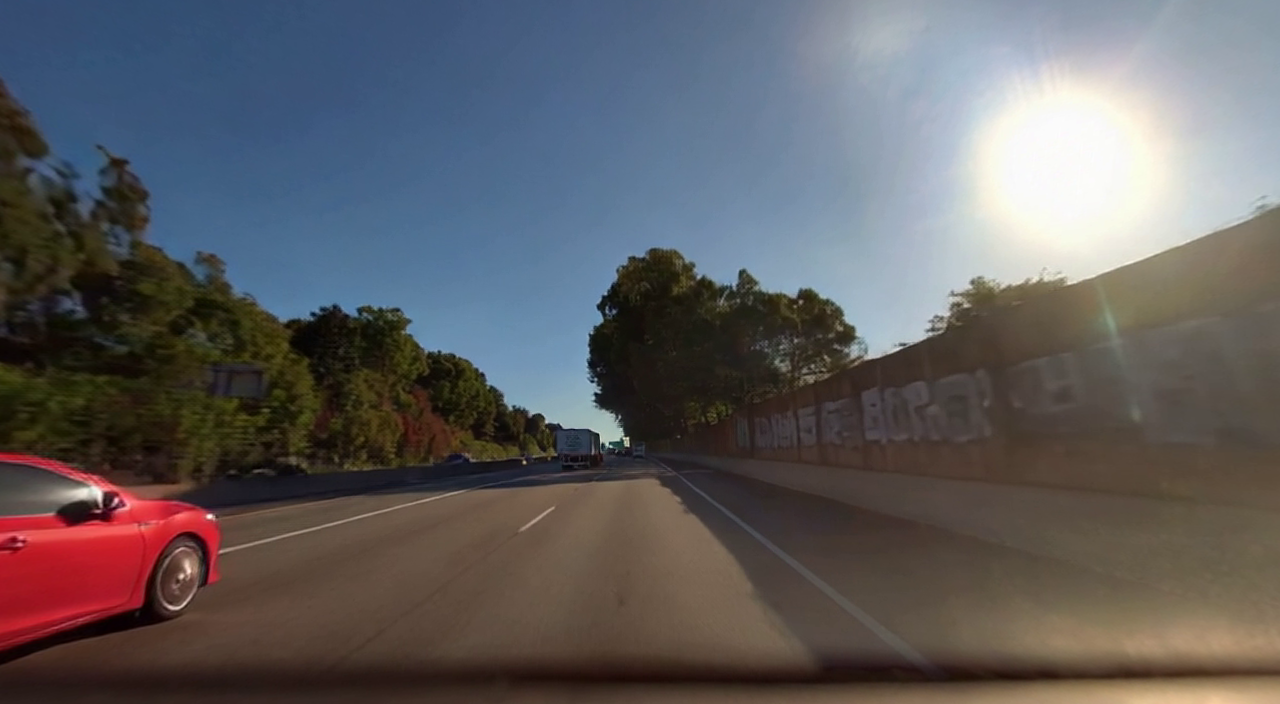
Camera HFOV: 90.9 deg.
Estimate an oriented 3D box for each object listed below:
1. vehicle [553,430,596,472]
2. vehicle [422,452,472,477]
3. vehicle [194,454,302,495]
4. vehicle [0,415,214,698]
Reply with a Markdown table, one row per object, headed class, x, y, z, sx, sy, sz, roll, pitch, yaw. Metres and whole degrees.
| class | x | y | z | sx | sy | sz | roll | pitch | yaw |
| --- | --- | --- | --- | --- | --- | --- | --- | --- | --- |
| vehicle | -4.176 | 6.447 | 41.231 | 2.305 | 2.517 | 5.486 | 0 | -9 | 0 |
| vehicle | -12.356 | 7.244 | 40.671 | 1.800 | 1.477 | 4.461 | 0 | -9 | 0 |
| vehicle | -17.038 | 5.305 | 27.697 | 1.917 | 1.597 | 4.357 | -1 | -9 | 0 |
| vehicle | -4.404 | 0.987 | 2.680 | 2.024 | 1.476 | 4.466 | -1 | -9 | 1 |
